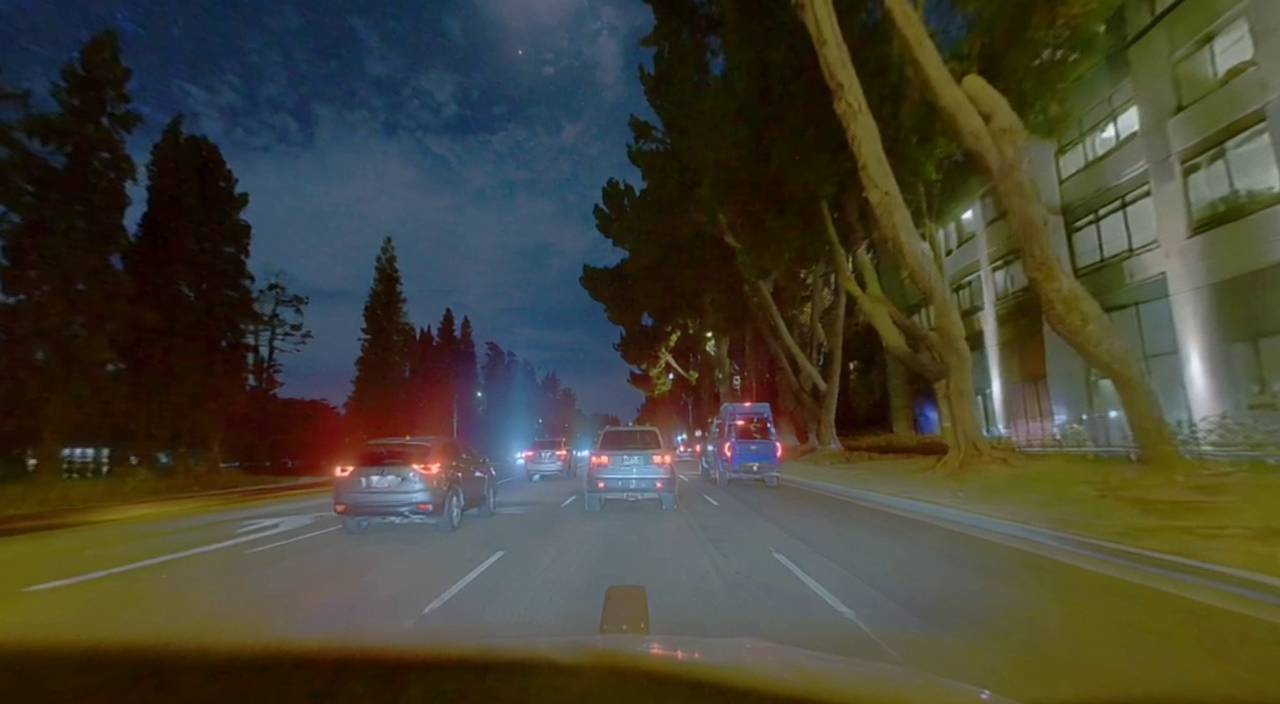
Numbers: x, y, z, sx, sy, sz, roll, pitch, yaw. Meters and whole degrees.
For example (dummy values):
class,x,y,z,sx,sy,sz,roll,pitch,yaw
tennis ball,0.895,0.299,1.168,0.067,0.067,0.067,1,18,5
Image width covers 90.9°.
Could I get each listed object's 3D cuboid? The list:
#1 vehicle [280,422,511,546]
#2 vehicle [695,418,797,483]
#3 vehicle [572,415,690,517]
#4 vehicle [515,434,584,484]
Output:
class,x,y,z,sx,sy,sz,roll,pitch,yaw
vehicle,-3.735,2.095,10.746,1.959,1.614,4.676,0,-8,1
vehicle,3.665,3.613,23.261,2.655,2.054,6.098,0,-8,0
vehicle,-0.132,2.297,13.117,2.075,1.770,4.018,0,-8,1
vehicle,-3.216,3.882,23.169,1.894,1.642,3.861,0,-8,1
